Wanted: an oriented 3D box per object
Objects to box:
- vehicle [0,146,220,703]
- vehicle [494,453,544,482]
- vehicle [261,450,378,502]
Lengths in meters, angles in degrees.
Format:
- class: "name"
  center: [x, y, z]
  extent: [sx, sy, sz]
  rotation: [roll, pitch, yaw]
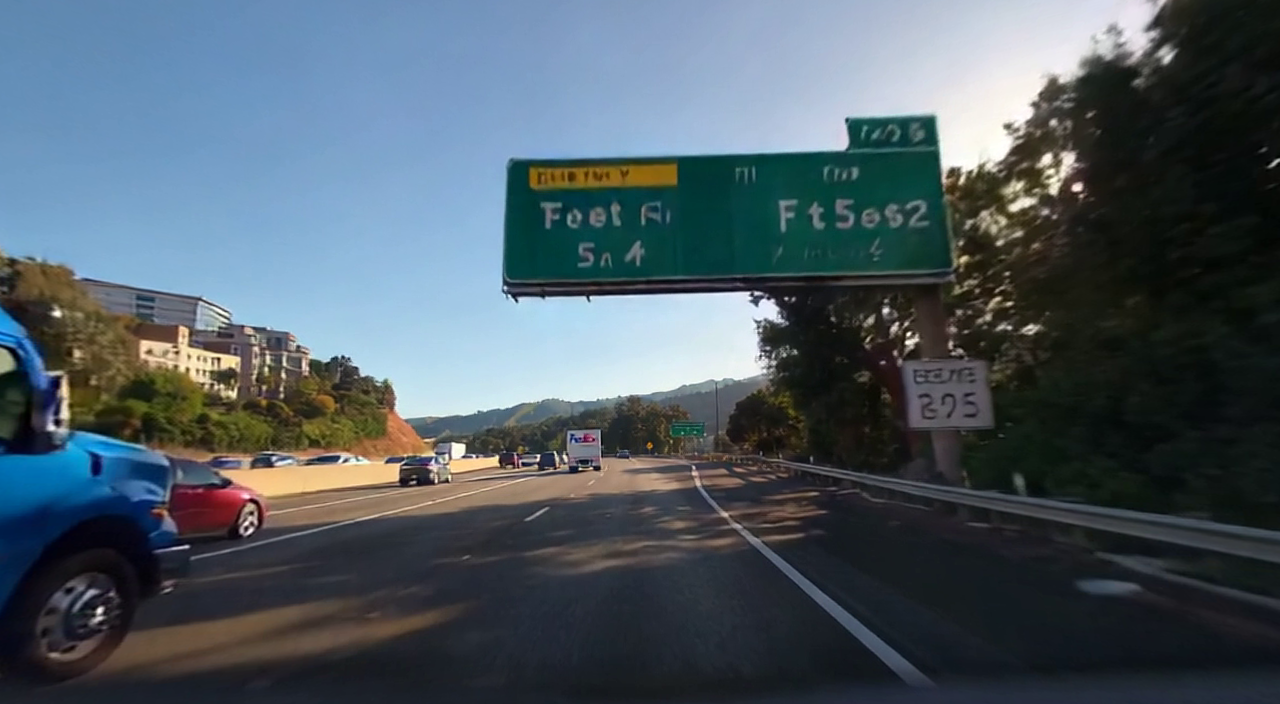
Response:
- class: "vehicle"
  center: [-4.251, 0.202, 1.524]
  extent: [2.318, 2.834, 5.910]
  rotation: [0, -9, 0]
- class: "vehicle"
  center: [-7.829, 7.475, 41.242]
  extent: [2.294, 1.710, 4.436]
  rotation: [1, -9, 1]
- class: "vehicle"
  center: [-11.664, 4.495, 23.379]
  extent: [1.931, 1.692, 4.443]
  rotation: [0, -9, 1]
